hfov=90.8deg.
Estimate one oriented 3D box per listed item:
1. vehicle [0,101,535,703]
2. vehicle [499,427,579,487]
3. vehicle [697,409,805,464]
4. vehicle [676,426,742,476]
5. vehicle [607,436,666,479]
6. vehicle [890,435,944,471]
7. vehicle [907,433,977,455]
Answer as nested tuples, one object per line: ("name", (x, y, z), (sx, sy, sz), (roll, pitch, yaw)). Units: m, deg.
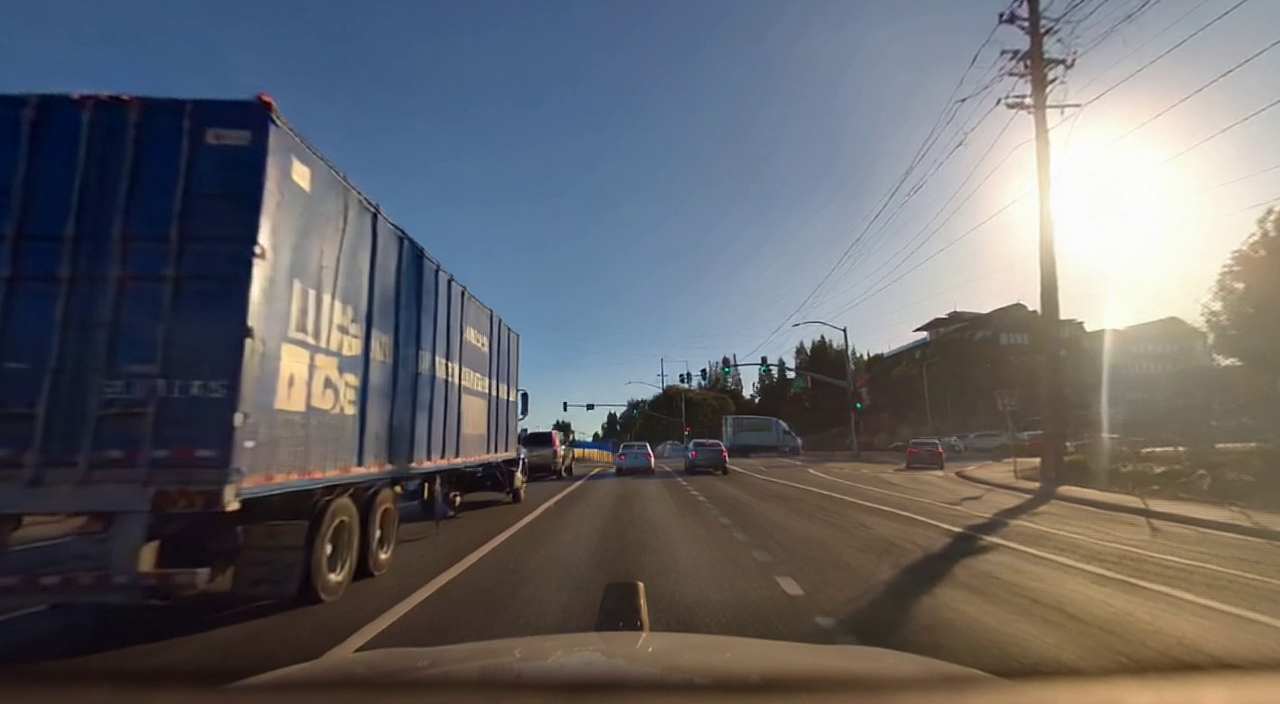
("vehicle", (-3.418, 0.758, 7.612), (2.889, 3.347, 8.285), (0, -8, 0))
("vehicle", (-3.286, 3.531, 21.514), (1.994, 1.806, 4.564), (0, -8, 0))
("vehicle", (7.475, 5.689, 42.647), (6.670, 3.450, 2.666), (3, -9, -22))
("vehicle", (2.722, 4.054, 26.010), (2.086, 1.849, 4.607), (0, -8, -2))
("vehicle", (-0.167, 4.045, 24.545), (2.117, 1.499, 4.036), (0, -8, -1))
("vehicle", (14.026, 5.045, 31.863), (2.102, 1.662, 4.533), (-4, -9, 27))
("vehicle", (23.729, 7.238, 49.664), (5.208, 1.624, 1.927), (3, -9, -24))
